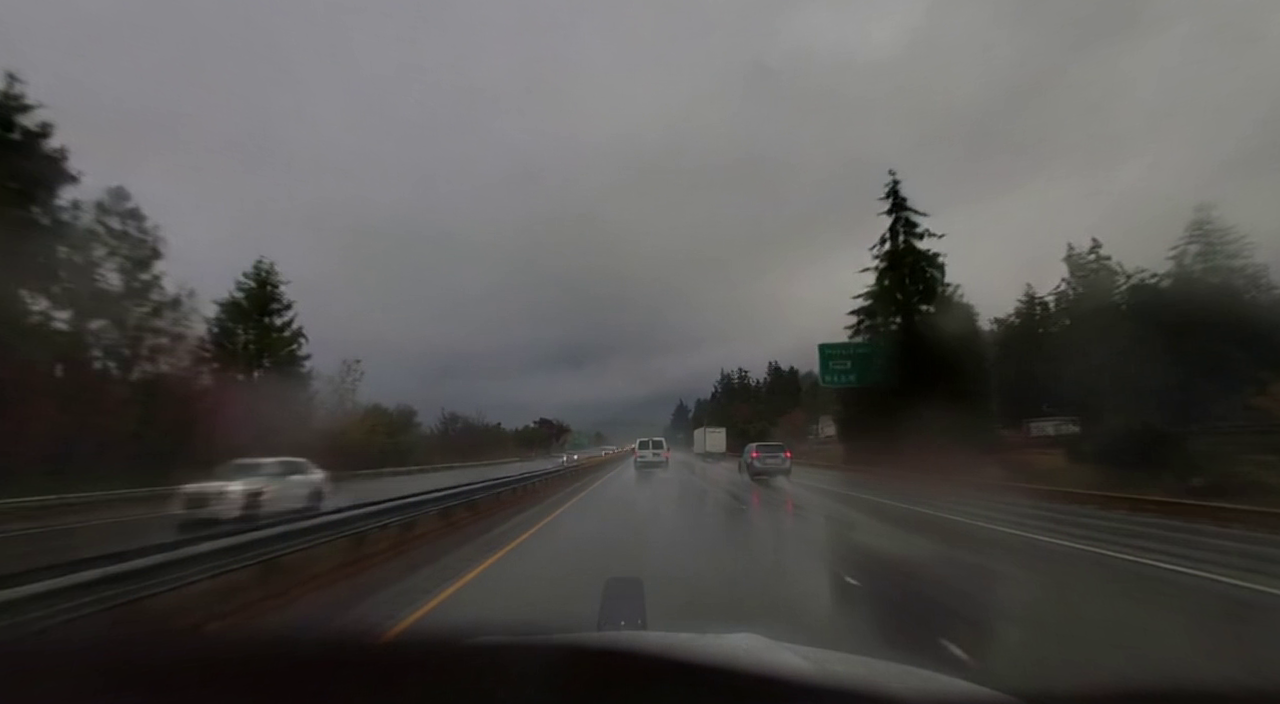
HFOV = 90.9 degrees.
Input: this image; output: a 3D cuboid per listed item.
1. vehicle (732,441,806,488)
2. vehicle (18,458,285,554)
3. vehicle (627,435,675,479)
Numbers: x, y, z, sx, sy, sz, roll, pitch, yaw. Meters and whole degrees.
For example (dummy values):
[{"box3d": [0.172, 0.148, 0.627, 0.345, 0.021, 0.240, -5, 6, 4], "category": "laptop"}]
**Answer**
[{"box3d": [4.610, 4.053, 23.067, 1.868, 1.566, 3.509, 0, -9, -1], "category": "vehicle"}, {"box3d": [-9.429, 2.950, 12.785, 1.827, 1.488, 4.455, 0, -9, 0], "category": "vehicle"}, {"box3d": [0.501, 5.024, 30.285, 2.143, 1.925, 4.101, 0, -9, 0], "category": "vehicle"}]
